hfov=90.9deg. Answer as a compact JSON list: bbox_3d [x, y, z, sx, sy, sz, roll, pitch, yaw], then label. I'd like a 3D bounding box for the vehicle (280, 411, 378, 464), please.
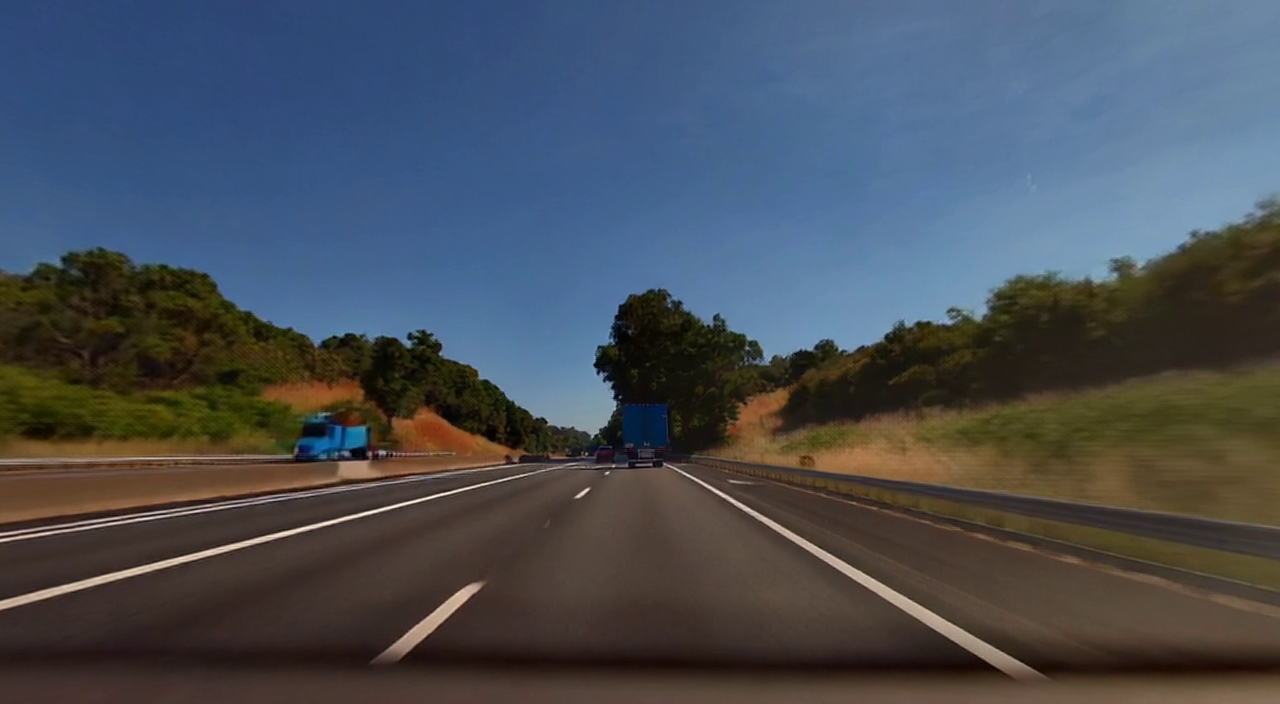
[{"bbox_3d":[-22.832,6.440,46.958,2.922,3.559,8.696,0,-9,-1],"label":"vehicle"}]

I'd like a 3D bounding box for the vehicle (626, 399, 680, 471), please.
[{"bbox_3d":[0.601,5.528,40.843,3.055,4.009,10.972,0,-9,-1],"label":"vehicle"}]
